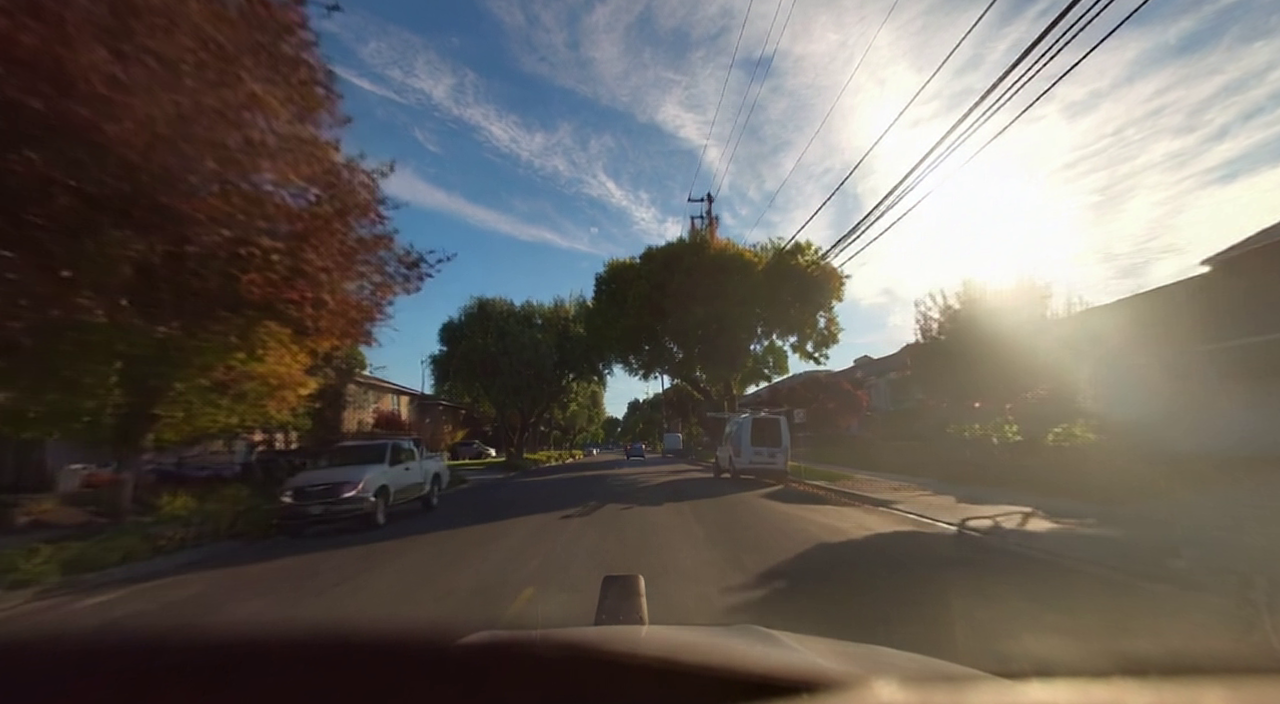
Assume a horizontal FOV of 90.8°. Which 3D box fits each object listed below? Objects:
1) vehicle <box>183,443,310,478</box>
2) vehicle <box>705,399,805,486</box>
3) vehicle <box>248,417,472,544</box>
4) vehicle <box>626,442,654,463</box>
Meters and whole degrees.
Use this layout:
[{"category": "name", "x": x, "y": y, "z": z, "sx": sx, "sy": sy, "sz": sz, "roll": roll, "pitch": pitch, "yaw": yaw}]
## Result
[{"category": "vehicle", "x": -19.984, "y": 5.504, "z": 32.374, "sx": 5.310, "sy": 1.547, "sz": 1.820, "roll": 3, "pitch": -9, "yaw": -27}, {"category": "vehicle", "x": 4.041, "y": 3.375, "z": 23.516, "sx": 2.384, "sy": 2.791, "sz": 5.899, "roll": 0, "pitch": -8, "yaw": -2}, {"category": "vehicle", "x": -5.845, "y": 2.644, "z": 14.341, "sx": 2.284, "sy": 2.119, "sz": 5.984, "roll": -4, "pitch": -7, "yaw": 1}, {"category": "vehicle", "x": -0.036, "y": 7.778, "z": 48.984, "sx": 2.062, "sy": 1.509, "sz": 4.305, "roll": -1, "pitch": -8, "yaw": -1}]
